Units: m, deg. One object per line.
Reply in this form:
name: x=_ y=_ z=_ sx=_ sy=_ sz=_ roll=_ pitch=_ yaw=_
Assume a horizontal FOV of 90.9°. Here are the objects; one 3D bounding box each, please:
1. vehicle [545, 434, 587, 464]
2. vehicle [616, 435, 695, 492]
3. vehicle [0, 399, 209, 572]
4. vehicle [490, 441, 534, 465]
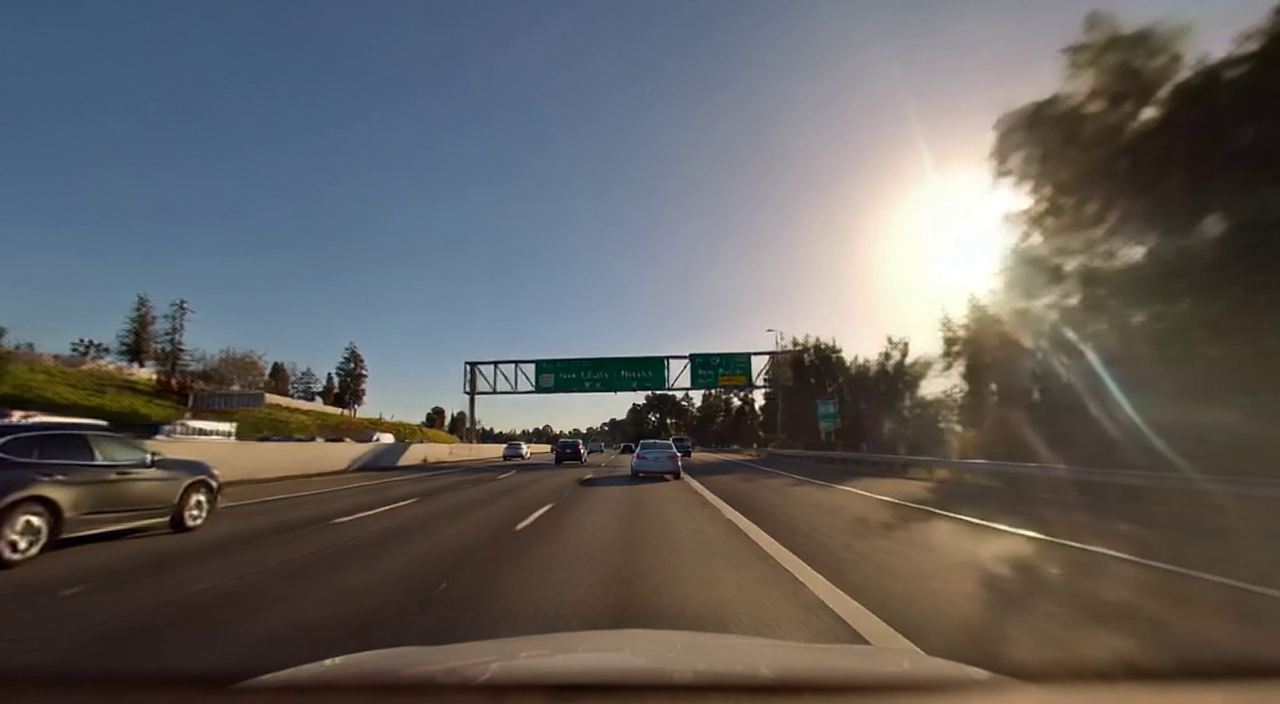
vehicle: x=-4.647 y=6.174 z=40.257 sx=2.289 sy=1.777 sz=4.534 roll=0 pitch=-8 yaw=-2
vehicle: x=0.351 y=3.228 z=18.638 sx=2.082 sy=1.482 sz=4.126 roll=0 pitch=-8 yaw=-2
vehicle: x=-7.762 y=1.483 z=7.205 sx=2.206 sy=1.788 sz=4.914 roll=0 pitch=-8 yaw=0
vehicle: x=-8.356 y=6.624 z=41.565 sx=1.974 sy=1.464 sz=4.733 roll=0 pitch=-8 yaw=-1
